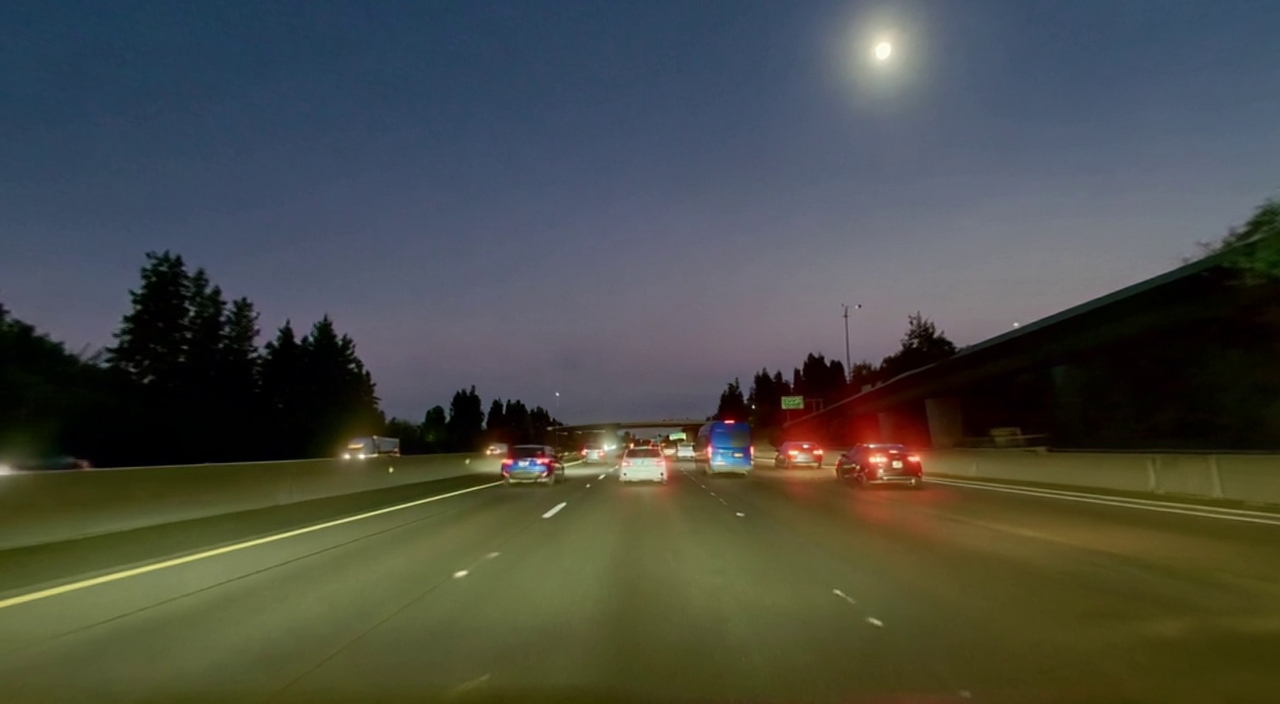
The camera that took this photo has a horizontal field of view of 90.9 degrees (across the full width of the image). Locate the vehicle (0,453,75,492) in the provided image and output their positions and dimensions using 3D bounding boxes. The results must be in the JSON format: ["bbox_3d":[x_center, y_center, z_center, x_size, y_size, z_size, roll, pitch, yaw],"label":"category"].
[{"bbox_3d":[-26.514,5.028,26.460,1.987,1.487,3.758,0,-8,3],"label":"vehicle"}]

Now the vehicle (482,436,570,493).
[{"bbox_3d":[-3.696,3.734,21.282,2.078,1.706,4.298,-1,-8,1],"label":"vehicle"}]

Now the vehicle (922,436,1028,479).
[{"bbox_3d":[16.001,5.059,30.527,2.189,1.869,5.080,0,-8,-2],"label":"vehicle"}]

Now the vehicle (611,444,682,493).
[{"bbox_3d":[0.199,3.869,21.386,2.174,1.467,4.005,0,-8,0],"label":"vehicle"}]

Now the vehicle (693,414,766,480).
[{"bbox_3d":[4.068,4.512,30.107,2.436,2.745,6.607,0,-8,0],"label":"vehicle"}]

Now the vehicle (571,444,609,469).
[{"bbox_3d":[-3.504,7.420,45.038,2.258,1.655,4.397,0,-8,1],"label":"vehicle"}]
